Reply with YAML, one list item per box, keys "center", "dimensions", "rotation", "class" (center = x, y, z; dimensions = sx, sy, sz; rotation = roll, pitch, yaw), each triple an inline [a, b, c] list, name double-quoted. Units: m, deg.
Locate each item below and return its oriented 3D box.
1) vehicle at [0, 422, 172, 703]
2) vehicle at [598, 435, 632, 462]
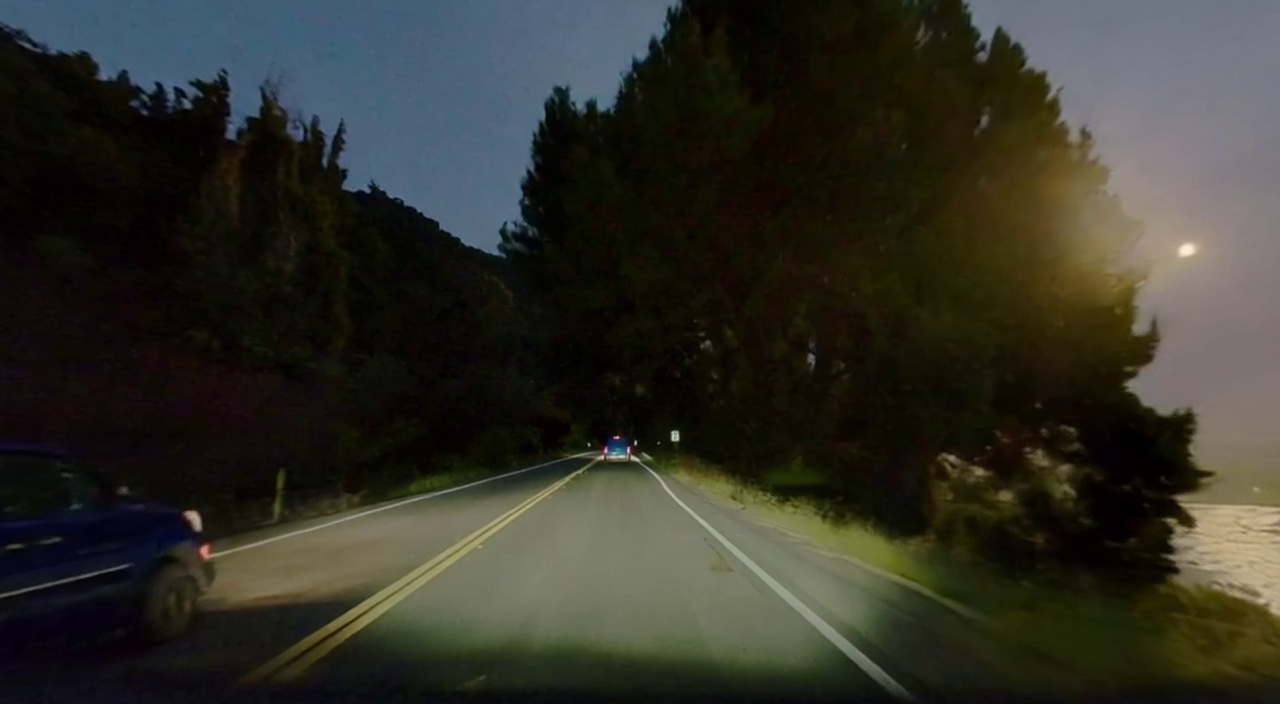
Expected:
- center: [-3.815, 0.877, 1.391]
  dimensions: [1.964, 1.530, 4.808]
  rotation: [0, -9, -1]
  class: "vehicle"
- center: [-1.909, 7.273, 47.585]
  dimensions: [2.439, 1.912, 5.605]
  rotation: [0, -8, -3]
  class: "vehicle"
